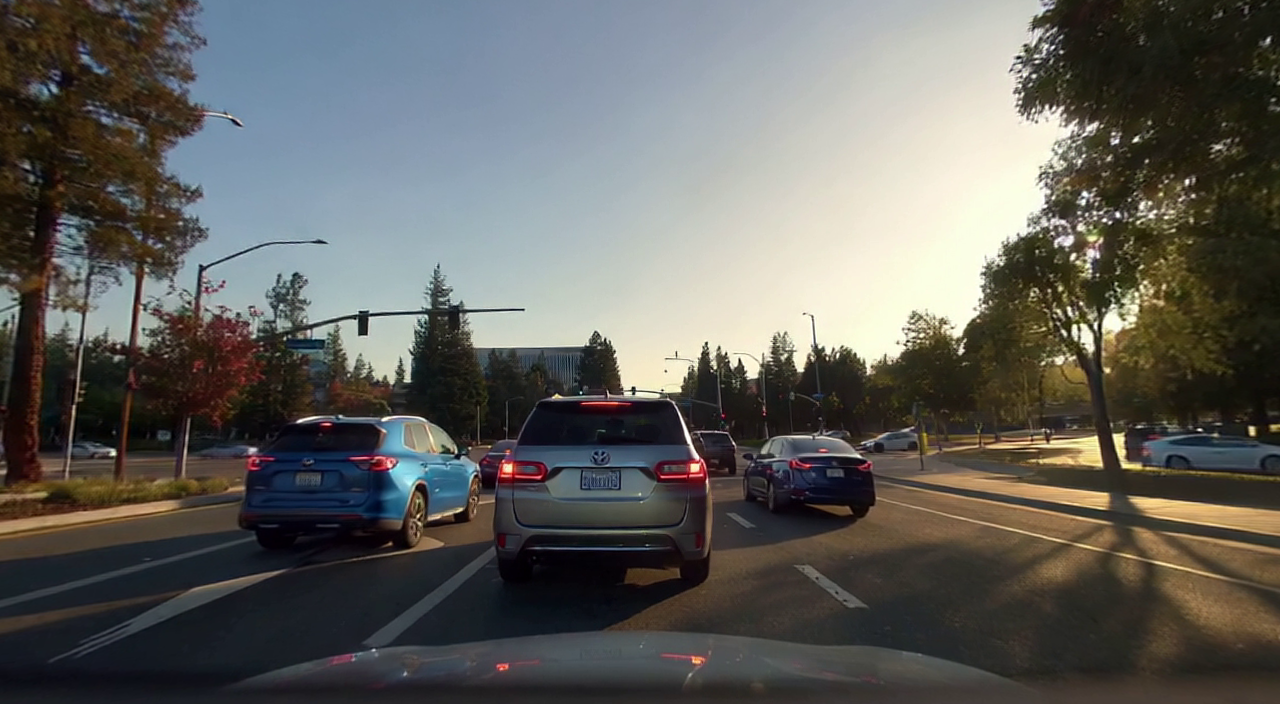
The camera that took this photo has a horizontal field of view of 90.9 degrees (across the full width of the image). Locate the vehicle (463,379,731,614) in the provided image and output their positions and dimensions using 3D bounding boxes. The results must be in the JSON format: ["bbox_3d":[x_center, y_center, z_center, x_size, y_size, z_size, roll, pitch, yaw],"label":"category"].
[{"bbox_3d":[-0.336,1.436,7.121,2.064,1.817,4.298,0,-8,0],"label":"vehicle"}]

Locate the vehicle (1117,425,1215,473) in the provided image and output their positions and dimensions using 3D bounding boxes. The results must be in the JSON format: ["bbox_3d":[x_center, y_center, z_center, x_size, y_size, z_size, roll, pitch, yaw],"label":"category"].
[{"bbox_3d":[19.248,3.524,22.998,4.215,1.578,1.892,7,-11,-40],"label":"vehicle"}]

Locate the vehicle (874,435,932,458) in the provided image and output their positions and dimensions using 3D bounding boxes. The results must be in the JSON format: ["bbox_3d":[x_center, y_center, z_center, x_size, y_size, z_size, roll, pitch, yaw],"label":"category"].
[{"bbox_3d":[20.013,7.194,47.914,4.361,1.653,2.034,6,-10,-36],"label":"vehicle"}]

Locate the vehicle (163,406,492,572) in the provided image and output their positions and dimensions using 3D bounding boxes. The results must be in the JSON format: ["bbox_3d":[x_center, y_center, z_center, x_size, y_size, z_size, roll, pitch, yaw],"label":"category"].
[{"bbox_3d":[-3.712,1.723,8.734,2.160,1.666,4.583,0,-8,1],"label":"vehicle"}]

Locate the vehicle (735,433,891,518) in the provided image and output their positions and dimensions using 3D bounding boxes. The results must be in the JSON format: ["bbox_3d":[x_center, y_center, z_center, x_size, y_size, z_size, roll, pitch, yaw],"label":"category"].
[{"bbox_3d":[3.412,2.520,13.421,2.121,1.494,4.208,0,-8,0],"label":"vehicle"}]
